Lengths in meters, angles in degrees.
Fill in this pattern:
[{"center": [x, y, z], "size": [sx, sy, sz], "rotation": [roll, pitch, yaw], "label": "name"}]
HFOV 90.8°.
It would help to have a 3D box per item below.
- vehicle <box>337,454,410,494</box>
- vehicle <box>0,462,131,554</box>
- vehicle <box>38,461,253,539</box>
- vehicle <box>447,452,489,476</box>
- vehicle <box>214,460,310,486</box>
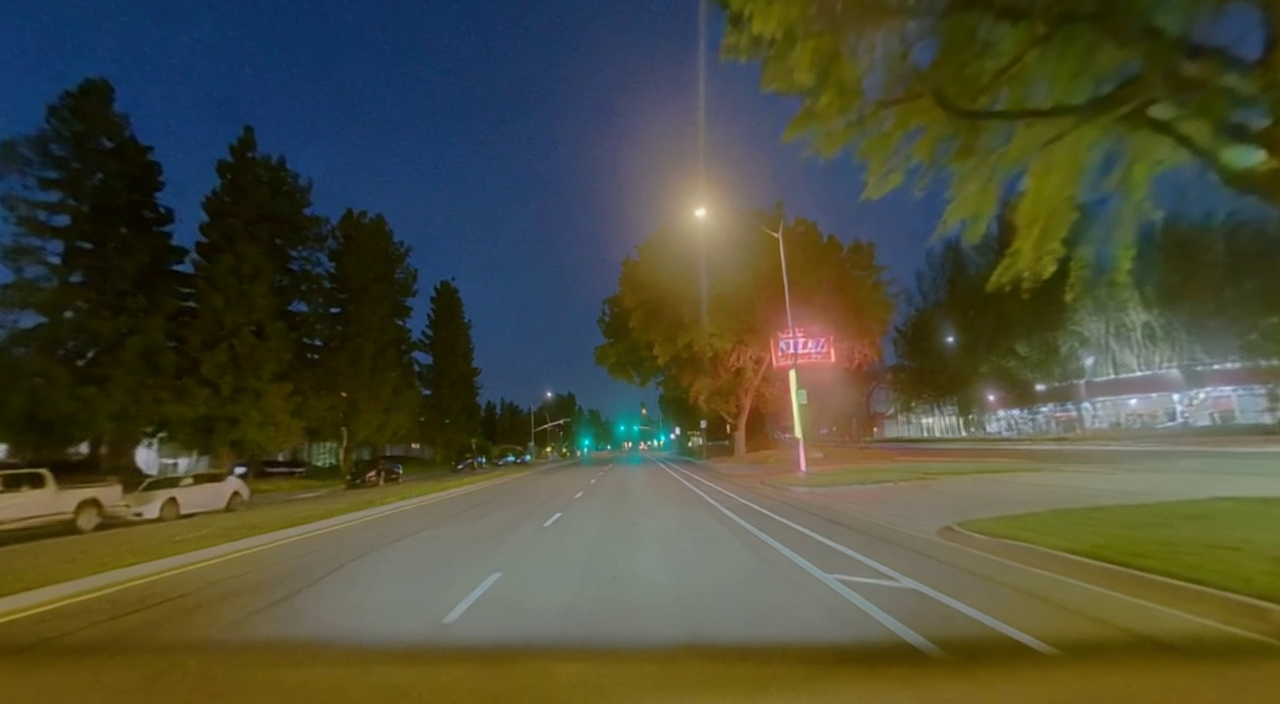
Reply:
[{"center": [-12.852, 5.857, 30.745], "size": [1.953, 1.558, 3.839], "rotation": [-6, -8, -2], "label": "vehicle"}, {"center": [-12.421, 2.904, 11.743], "size": [1.897, 1.564, 4.875], "rotation": [0, -8, -1], "label": "vehicle"}, {"center": [-12.555, 3.732, 16.544], "size": [2.040, 1.424, 4.594], "rotation": [-5, -8, -1], "label": "vehicle"}, {"center": [-12.921, 8.379, 47.646], "size": [1.986, 1.488, 4.330], "rotation": [-4, -8, -2], "label": "vehicle"}, {"center": [-23.627, 7.556, 39.621], "size": [4.718, 1.500, 1.943], "rotation": [0, -8, 0], "label": "vehicle"}]
